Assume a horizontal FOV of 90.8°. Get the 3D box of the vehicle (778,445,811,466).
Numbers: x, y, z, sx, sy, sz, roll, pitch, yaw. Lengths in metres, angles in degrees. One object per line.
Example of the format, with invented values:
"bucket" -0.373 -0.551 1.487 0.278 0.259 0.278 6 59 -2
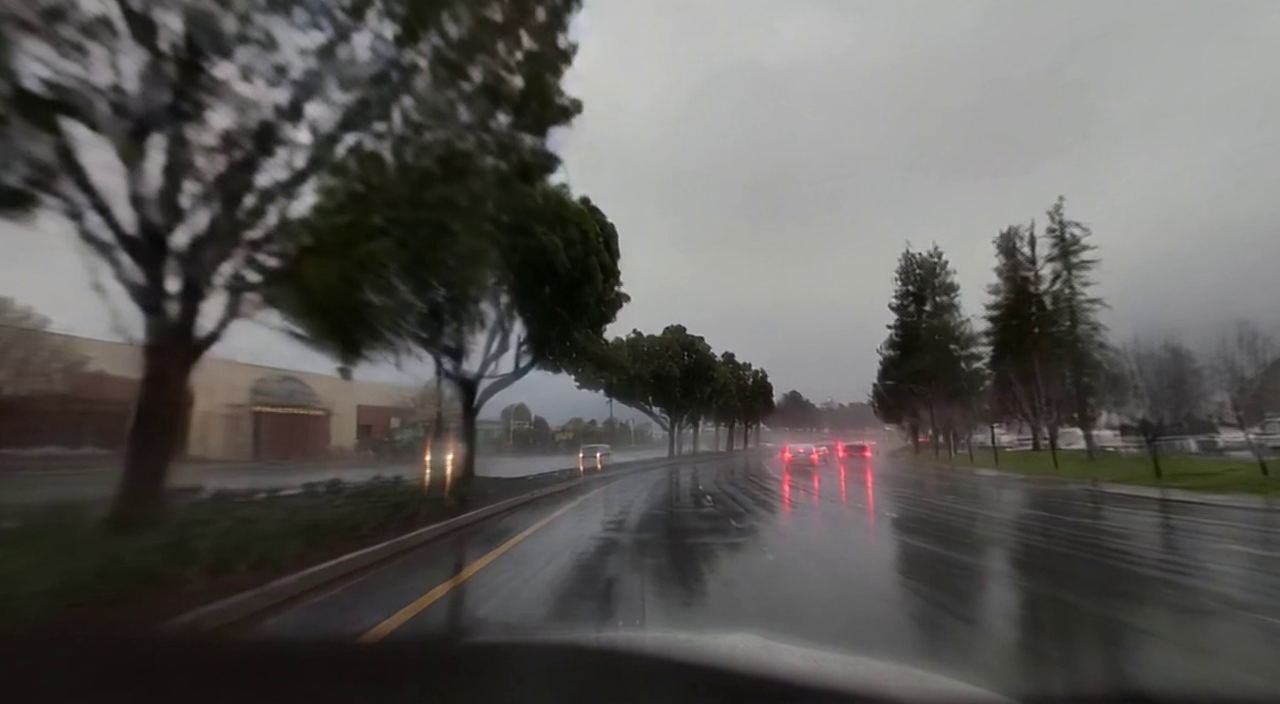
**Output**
"vehicle" 11.104 7.450 45.676 1.988 1.460 3.996 -2 -9 9
